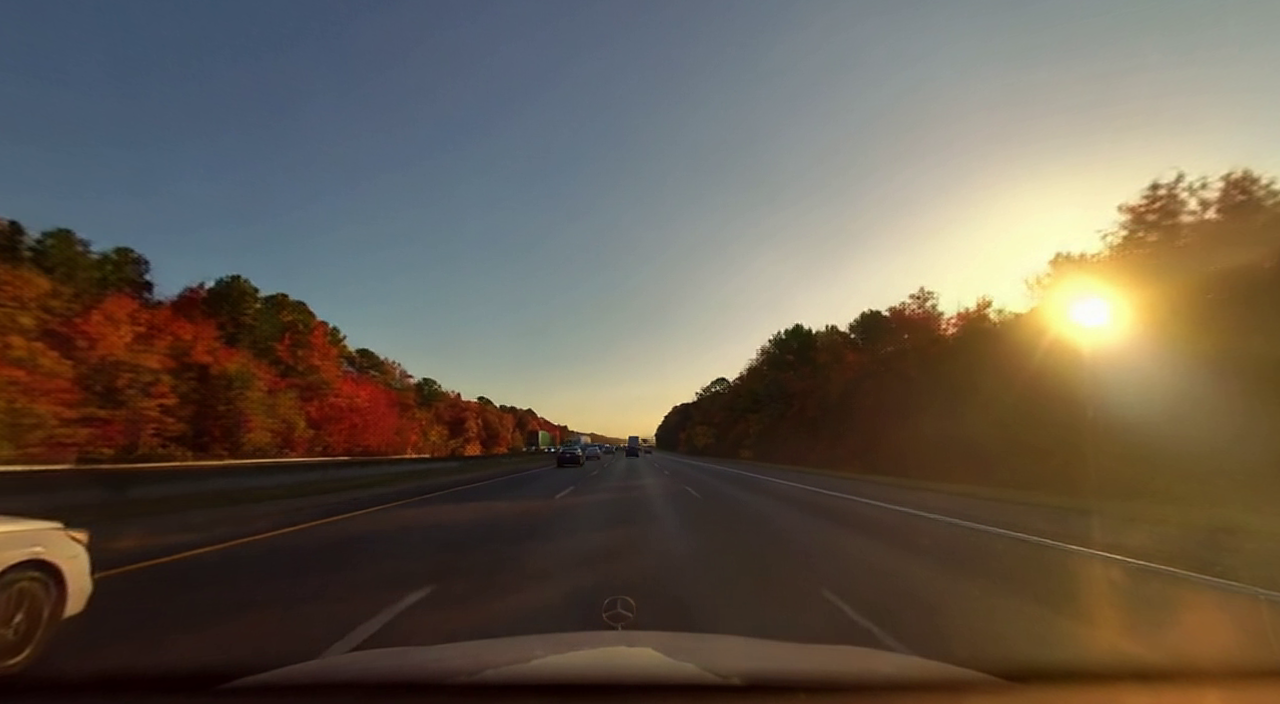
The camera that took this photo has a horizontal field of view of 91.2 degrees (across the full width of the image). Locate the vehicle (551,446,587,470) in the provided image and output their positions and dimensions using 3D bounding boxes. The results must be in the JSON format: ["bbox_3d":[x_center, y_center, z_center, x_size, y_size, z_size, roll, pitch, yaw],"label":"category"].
[{"bbox_3d":[-4.655,6.990,41.480,1.963,1.475,3.665,0,-9,-1],"label":"vehicle"}]

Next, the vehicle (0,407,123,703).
[{"bbox_3d":[-4.341,0.851,1.891,2.071,1.525,4.058,0,-9,0],"label":"vehicle"}]
